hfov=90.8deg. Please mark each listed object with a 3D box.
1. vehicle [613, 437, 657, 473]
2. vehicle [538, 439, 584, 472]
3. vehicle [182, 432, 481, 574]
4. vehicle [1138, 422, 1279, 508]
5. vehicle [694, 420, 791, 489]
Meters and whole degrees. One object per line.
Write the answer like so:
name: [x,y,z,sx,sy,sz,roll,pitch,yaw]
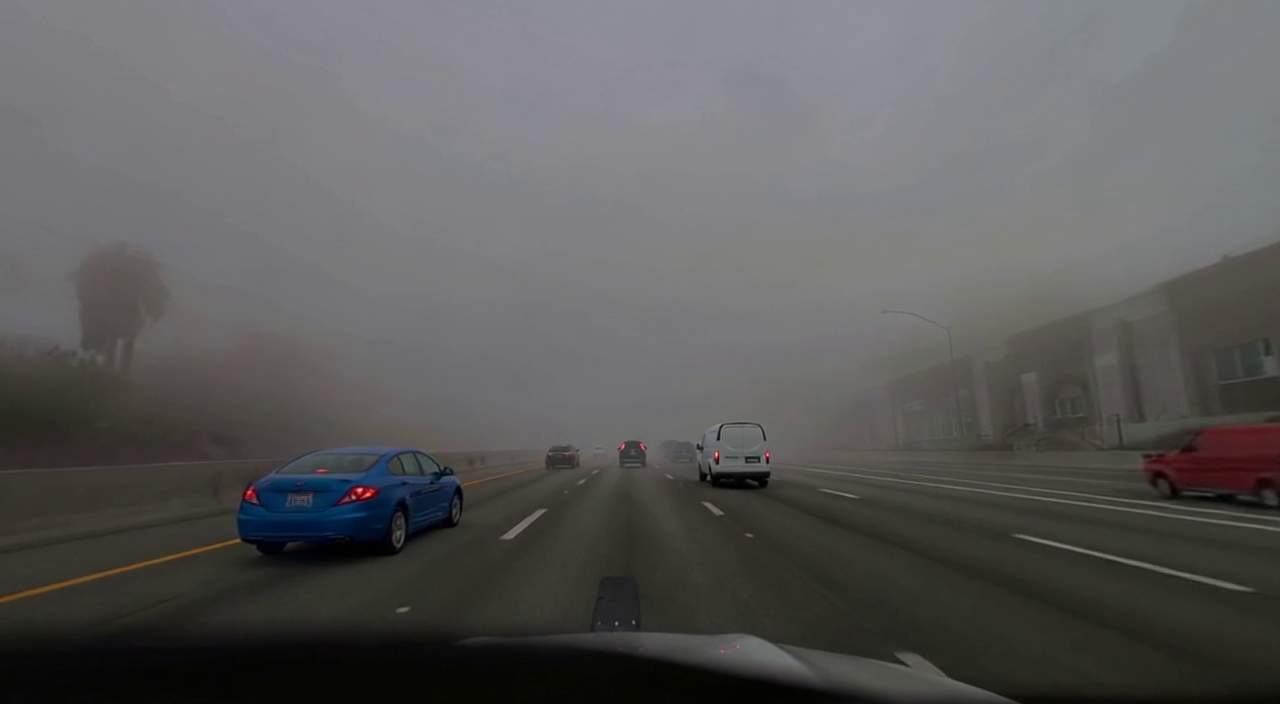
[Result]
vehicle: [-0.269,5.459,33.589,2.212,1.786,4.198,0,-9,-1]
vehicle: [-4.518,6.013,36.989,2.109,1.793,4.613,0,-9,0]
vehicle: [-3.786,1.923,8.868,1.991,1.469,4.381,0,-9,0]
vehicle: [13.865,2.446,13.832,2.010,1.721,4.871,0,-9,2]
vehicle: [3.382,3.561,22.193,2.250,2.074,5.723,0,-9,-2]
